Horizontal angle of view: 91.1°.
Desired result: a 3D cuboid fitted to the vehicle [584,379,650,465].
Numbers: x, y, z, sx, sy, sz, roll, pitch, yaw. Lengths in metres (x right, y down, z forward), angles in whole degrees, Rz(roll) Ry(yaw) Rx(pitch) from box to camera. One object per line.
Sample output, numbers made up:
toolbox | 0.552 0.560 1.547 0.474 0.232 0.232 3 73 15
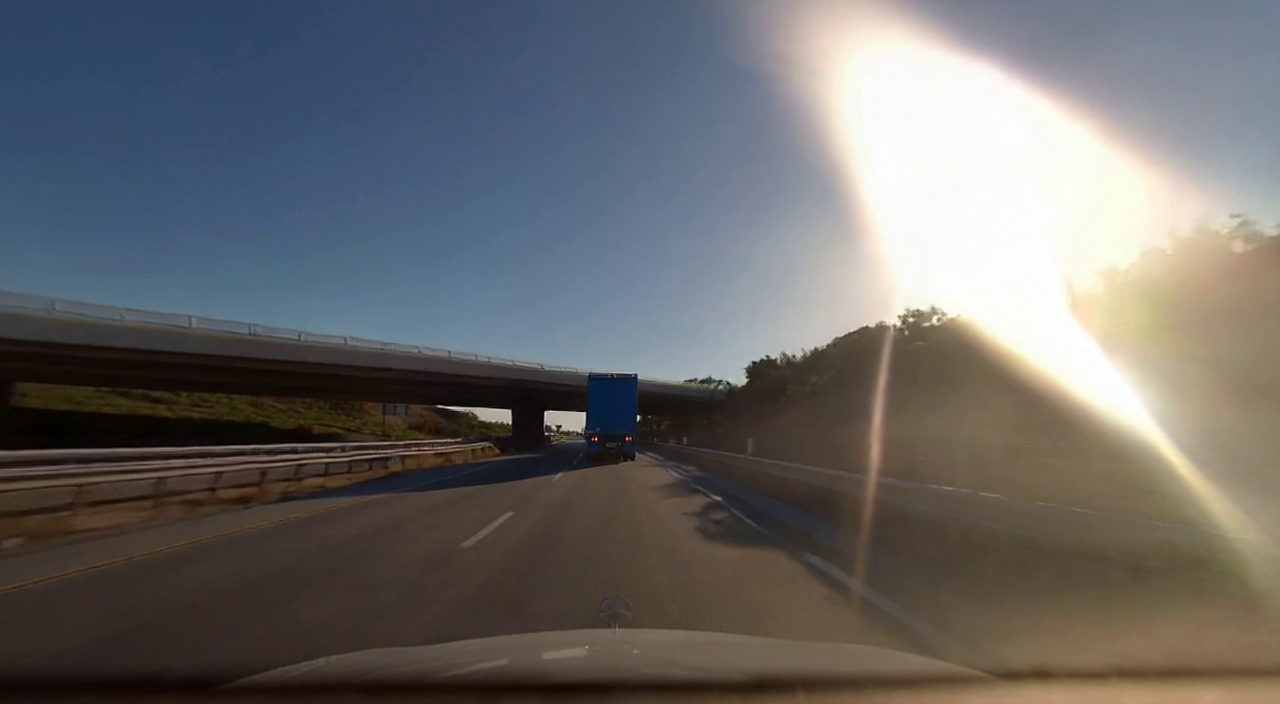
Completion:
vehicle | -1.311 3.906 34.165 3.023 3.965 10.402 0 -8 -3
